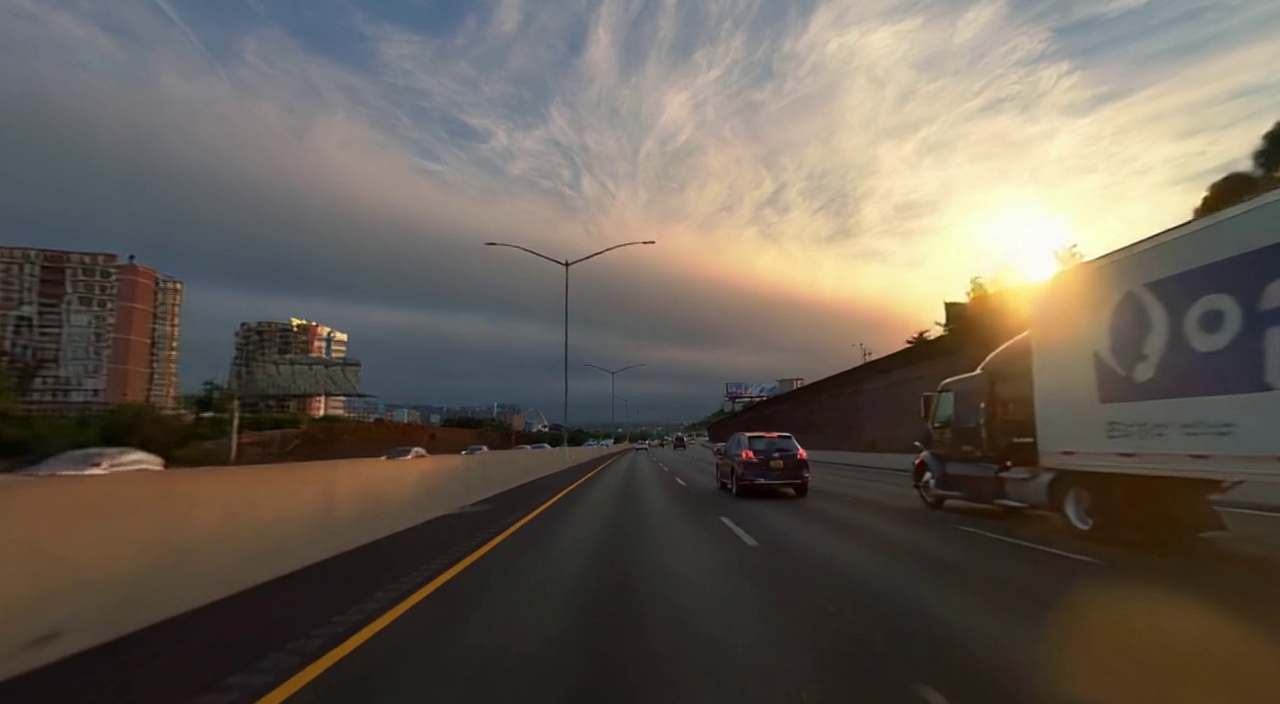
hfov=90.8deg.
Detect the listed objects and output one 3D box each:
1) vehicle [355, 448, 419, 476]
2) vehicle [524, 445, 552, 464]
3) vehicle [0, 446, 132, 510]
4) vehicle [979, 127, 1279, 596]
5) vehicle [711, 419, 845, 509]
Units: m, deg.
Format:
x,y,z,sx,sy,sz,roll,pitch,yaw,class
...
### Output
x,y,z,sx,sy,sz,roll,pitch,yaw,class
-14.592,6.339,36.732,1.883,1.466,4.636,0,-8,0,vehicle
-7.758,7.781,48.279,1.554,1.386,3.320,0,-8,-1,vehicle
-18.233,3.696,19.011,1.967,1.682,4.682,0,-8,0,vehicle
7.075,-0.325,2.816,2.864,4.060,14.637,0,-8,-1,vehicle
2.906,2.490,14.444,1.973,1.710,4.476,0,-8,-1,vehicle
